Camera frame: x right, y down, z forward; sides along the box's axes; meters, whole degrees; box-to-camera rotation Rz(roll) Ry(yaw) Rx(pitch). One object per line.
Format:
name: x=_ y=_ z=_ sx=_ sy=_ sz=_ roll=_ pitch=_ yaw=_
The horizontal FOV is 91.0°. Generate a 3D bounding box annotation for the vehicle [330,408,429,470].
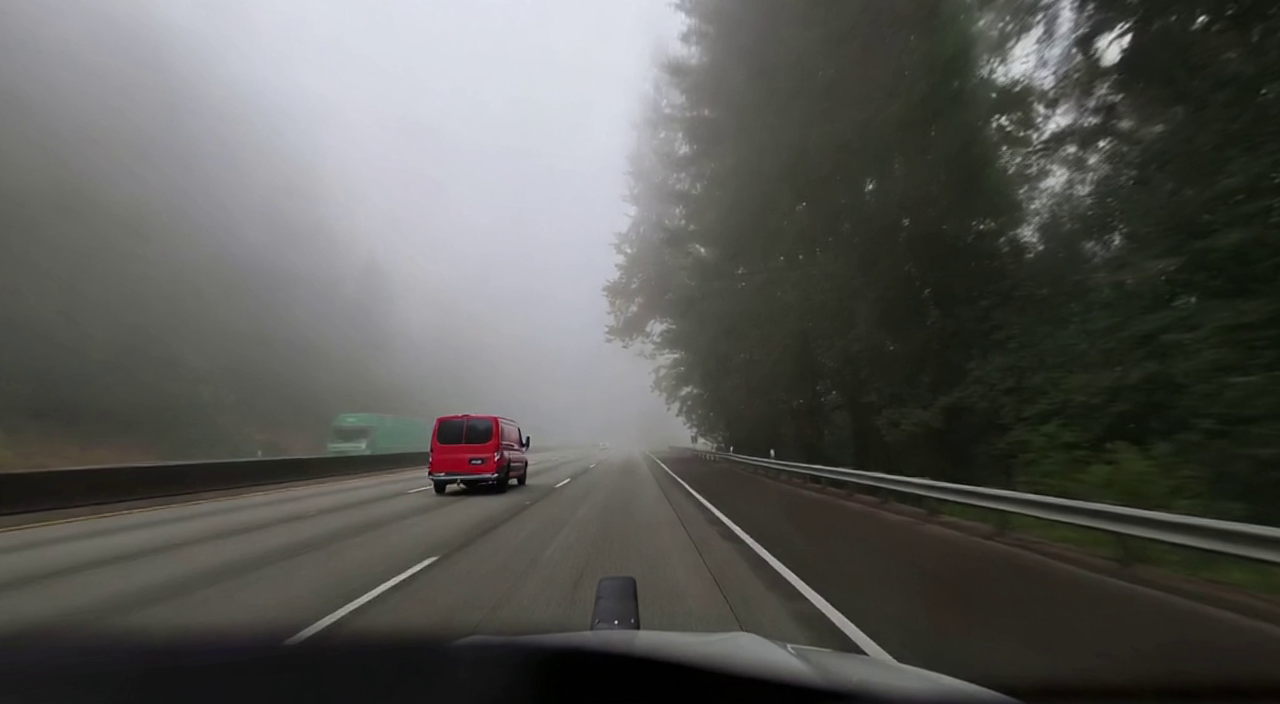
vehicle: x=-17.197 y=5.882 z=42.465 sx=2.920 sy=3.712 sz=8.832 roll=-1 pitch=-8 yaw=0

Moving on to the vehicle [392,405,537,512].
vehicle: x=-3.762 y=2.377 z=14.483 sx=1.976 sy=2.029 sz=4.737 roll=-1 pitch=-8 yaw=0
